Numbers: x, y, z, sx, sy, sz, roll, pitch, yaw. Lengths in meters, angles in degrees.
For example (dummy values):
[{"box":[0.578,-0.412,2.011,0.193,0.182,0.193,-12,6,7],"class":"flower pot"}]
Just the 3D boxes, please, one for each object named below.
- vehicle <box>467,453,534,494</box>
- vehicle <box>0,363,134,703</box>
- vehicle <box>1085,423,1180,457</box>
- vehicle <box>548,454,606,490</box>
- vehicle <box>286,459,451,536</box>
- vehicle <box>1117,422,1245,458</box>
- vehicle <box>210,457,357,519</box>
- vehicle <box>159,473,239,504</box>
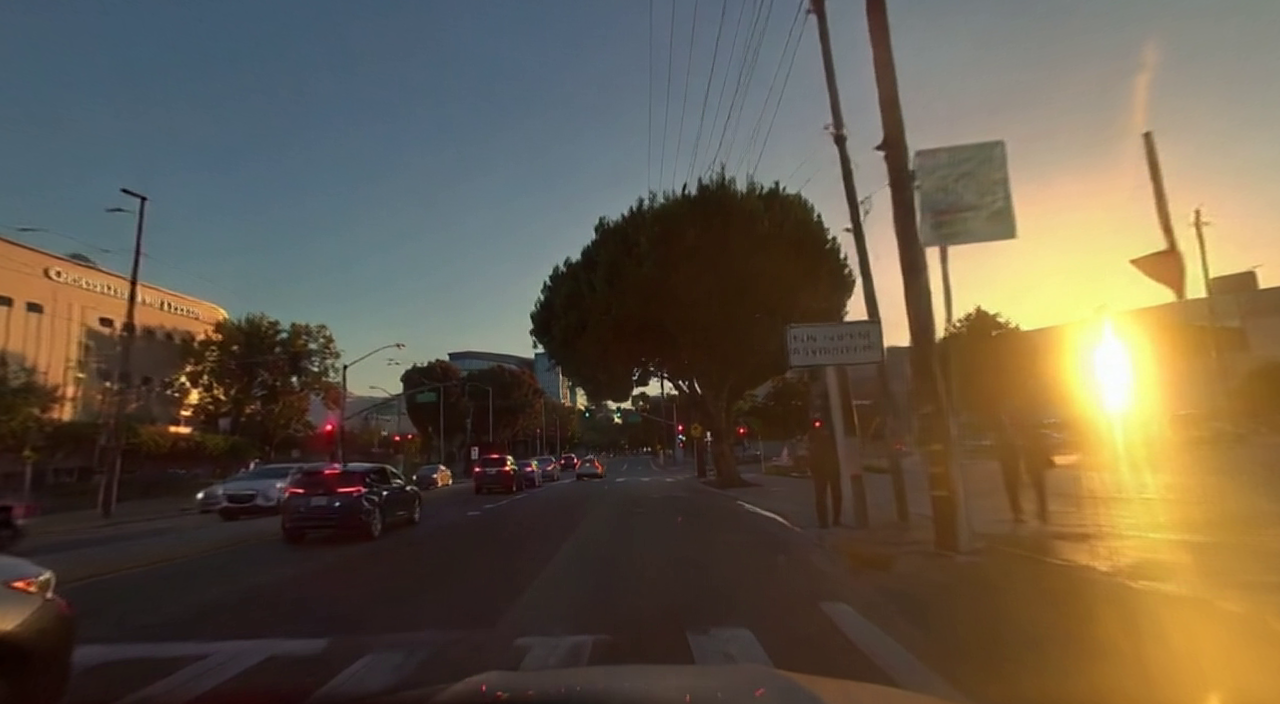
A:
[{"box":[-6.215,5.416,28.470,2.012,1.664,3.917,0,-9,2],"class":"vehicle"},{"box":[-3.227,0.618,0.360,2.042,1.673,4.516,0,-9,1],"class":"vehicle"},{"box":[25.174,4.566,32.301,1.690,1.559,3.521,0,-10,-7],"class":"vehicle"},{"box":[-2.870,5.588,29.630,2.147,1.472,4.406,0,-9,2],"class":"vehicle"},{"box":[-6.362,3.440,15.481,1.960,1.479,4.654,0,-9,0],"class":"vehicle"},{"box":[27.846,4.616,32.649,2.083,1.668,4.638,0,-10,-8],"class":"vehicle"},{"box":[-11.866,4.523,21.433,1.985,1.756,4.665,-1,-9,4],"class":"vehicle"},{"box":[-26.010,8.029,37.139,3.960,1.600,1.885,-4,-9,21],"class":"vehicle"}]
